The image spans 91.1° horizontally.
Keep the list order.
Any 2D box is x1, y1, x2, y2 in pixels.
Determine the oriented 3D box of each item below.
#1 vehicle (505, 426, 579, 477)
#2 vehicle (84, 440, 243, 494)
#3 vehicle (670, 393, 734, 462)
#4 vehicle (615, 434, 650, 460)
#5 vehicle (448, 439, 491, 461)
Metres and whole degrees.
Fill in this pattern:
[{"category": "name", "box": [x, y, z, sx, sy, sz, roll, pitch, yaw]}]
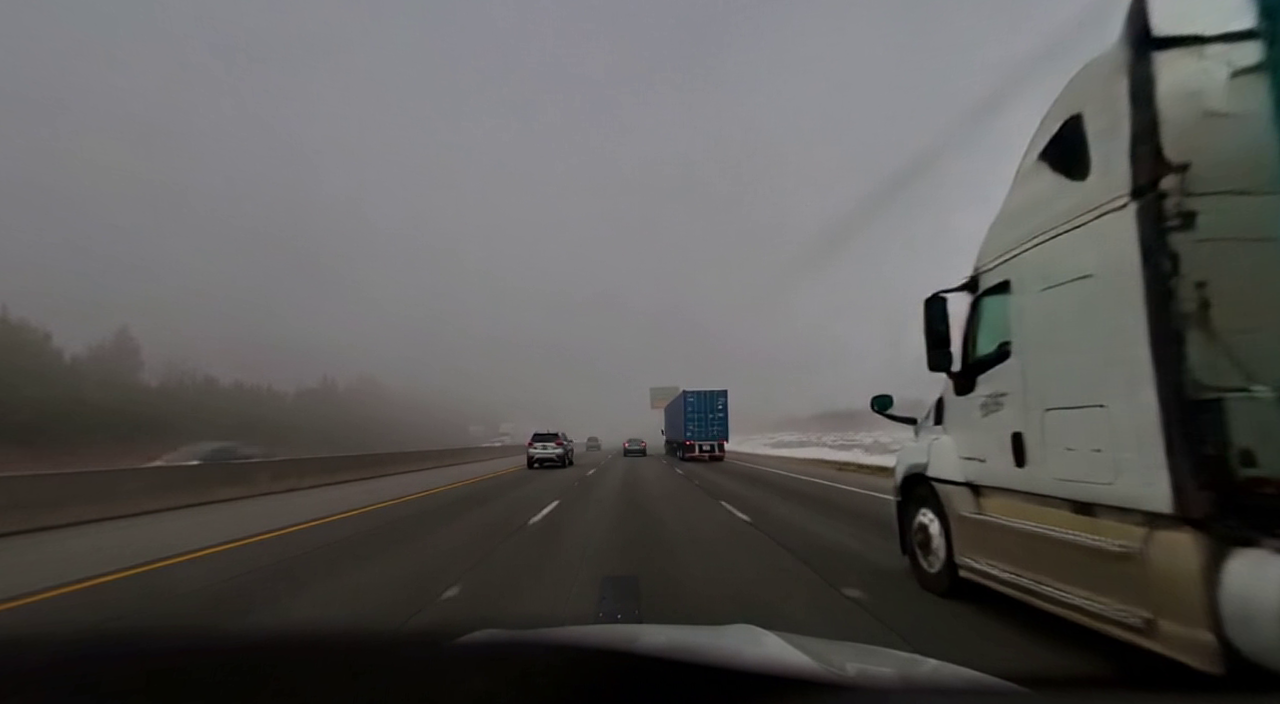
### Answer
[{"category": "vehicle", "box": [-3.513, 3.654, 23.395, 2.054, 1.671, 4.445, 0, -8, 0]}, {"category": "vehicle", "box": [-15.570, 3.731, 20.910, 1.889, 1.586, 4.369, 0, -8, -1]}, {"category": "vehicle", "box": [3.650, 4.736, 39.212, 2.883, 3.836, 7.894, 0, -8, -2]}, {"category": "vehicle", "box": [-0.502, 5.939, 39.460, 2.088, 1.567, 4.240, 0, -8, -1]}, {"category": "vehicle", "box": [-12.911, 7.438, 47.888, 1.954, 1.527, 4.652, 0, -8, 0]}]
